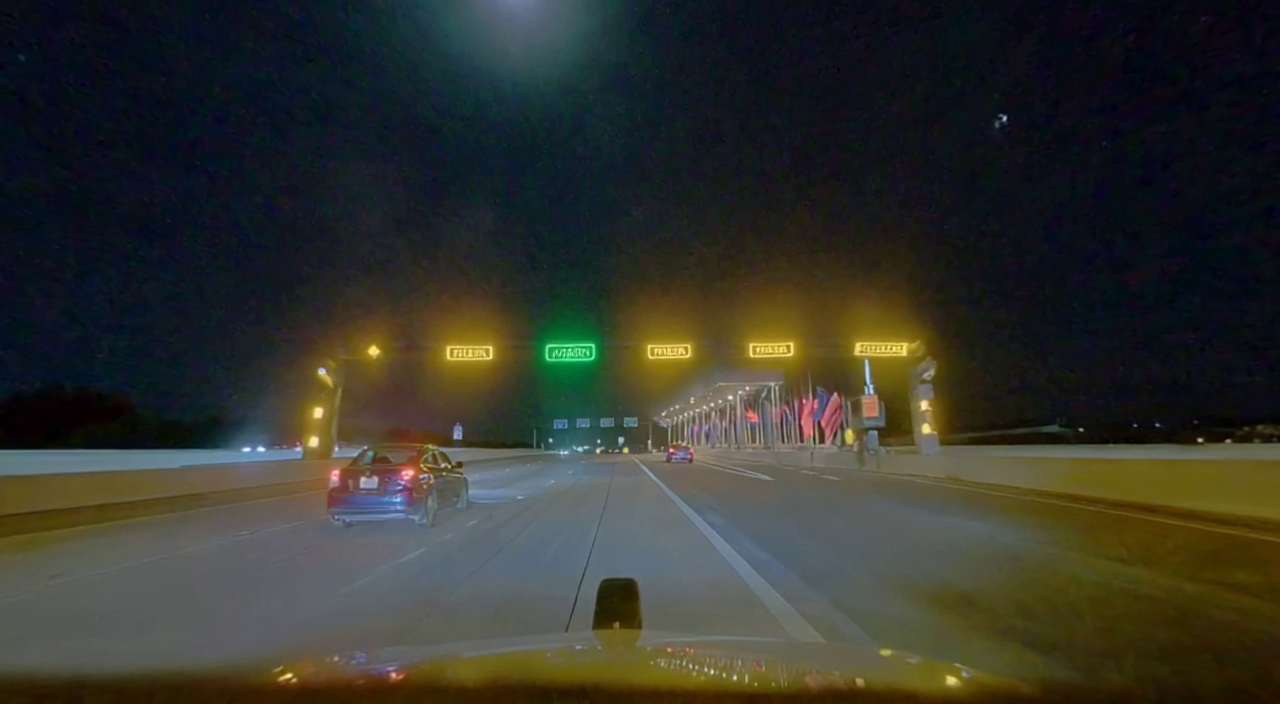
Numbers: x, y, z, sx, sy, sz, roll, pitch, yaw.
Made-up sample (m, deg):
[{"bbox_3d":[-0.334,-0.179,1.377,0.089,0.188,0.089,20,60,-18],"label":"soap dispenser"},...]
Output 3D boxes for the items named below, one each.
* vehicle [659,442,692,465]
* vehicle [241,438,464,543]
[{"bbox_3d":[2.664,7.721,48.423,2.072,1.639,4.919,0,-8,-2],"label":"vehicle"},{"bbox_3d":[-4.733,2.309,11.270,1.981,1.465,4.334,0,-8,-1],"label":"vehicle"}]
